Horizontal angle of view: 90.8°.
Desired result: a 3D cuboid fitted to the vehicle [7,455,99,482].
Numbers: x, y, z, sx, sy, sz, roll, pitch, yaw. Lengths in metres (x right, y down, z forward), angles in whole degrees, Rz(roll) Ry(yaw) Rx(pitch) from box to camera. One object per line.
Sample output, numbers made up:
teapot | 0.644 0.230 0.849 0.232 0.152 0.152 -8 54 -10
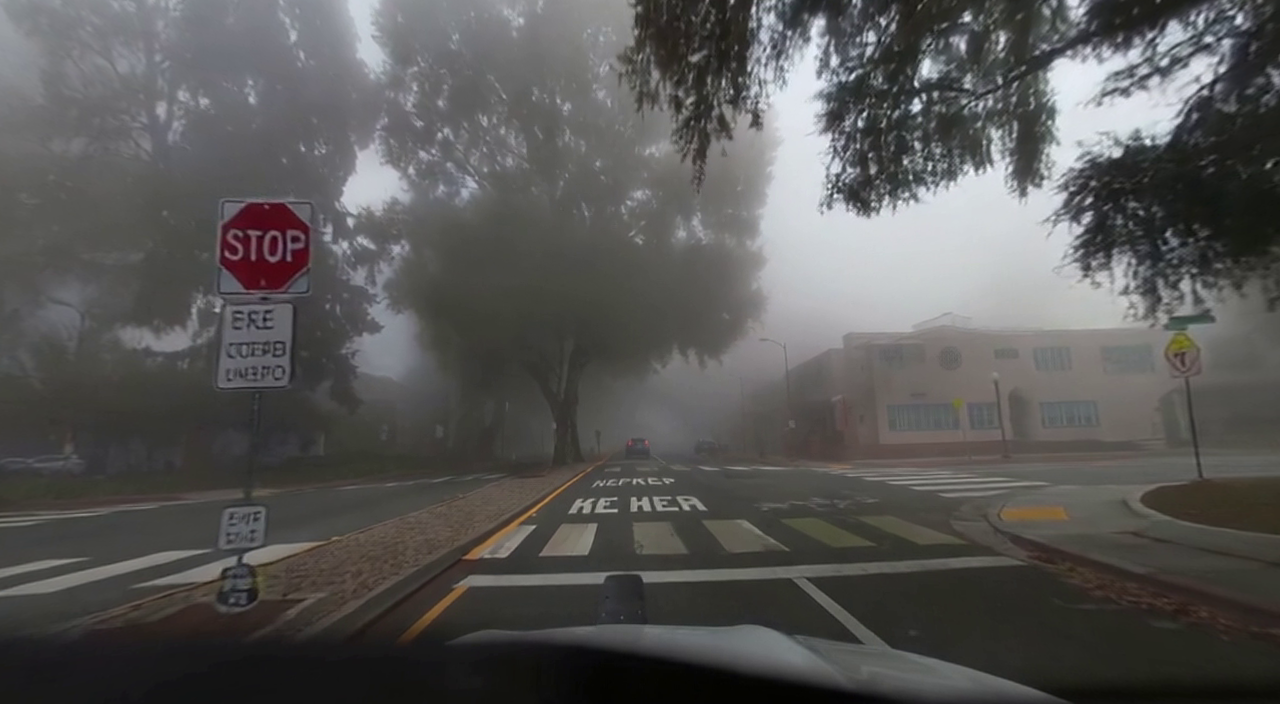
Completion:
vehicle | -37.015 7.311 39.983 1.871 1.523 4.028 0 -8 0
